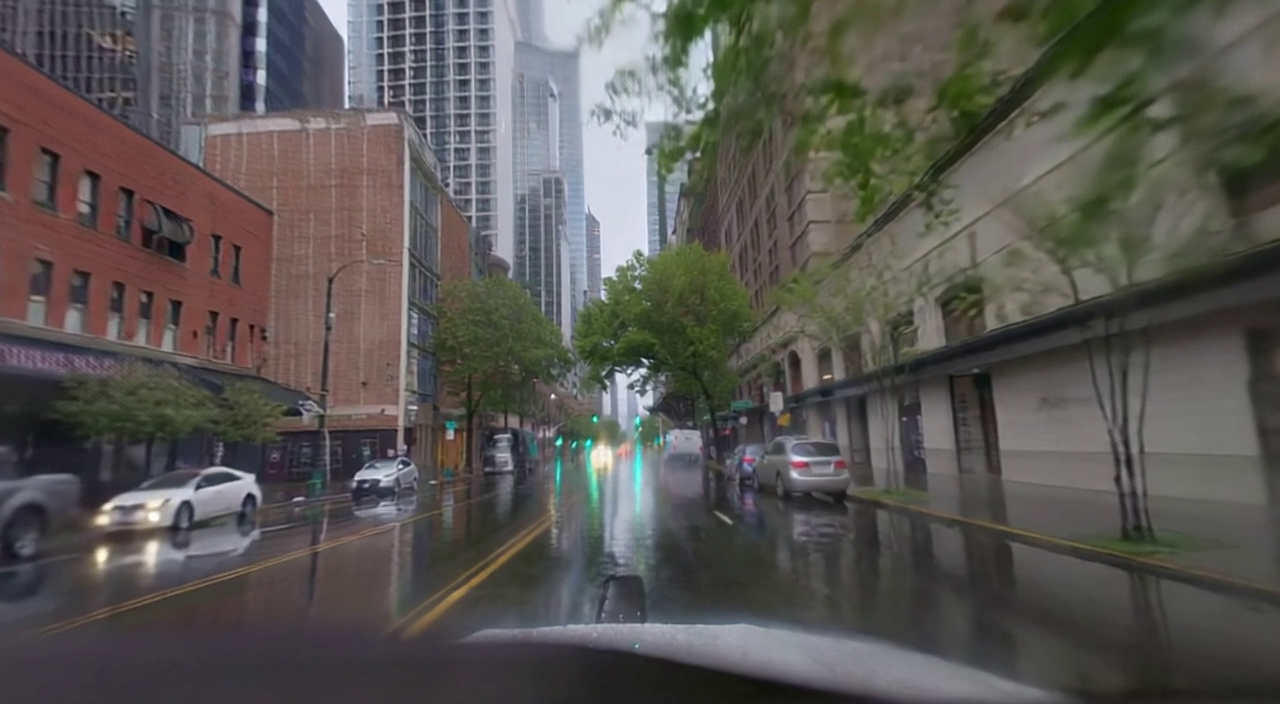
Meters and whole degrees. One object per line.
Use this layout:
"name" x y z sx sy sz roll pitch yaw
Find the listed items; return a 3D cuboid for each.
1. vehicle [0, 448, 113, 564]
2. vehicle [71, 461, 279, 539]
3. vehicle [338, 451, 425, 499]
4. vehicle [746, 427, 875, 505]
"vehicle" -11.232 2.458 9.559 1.970 1.828 5.519 -4 -8 -2
"vehicle" -11.316 3.585 15.873 2.007 1.511 4.280 -4 -10 0
"vehicle" -11.192 5.326 27.728 2.039 1.770 4.445 -3 -9 -1
"vehicle" 4.712 3.253 18.512 2.237 1.908 5.320 0 -9 0
